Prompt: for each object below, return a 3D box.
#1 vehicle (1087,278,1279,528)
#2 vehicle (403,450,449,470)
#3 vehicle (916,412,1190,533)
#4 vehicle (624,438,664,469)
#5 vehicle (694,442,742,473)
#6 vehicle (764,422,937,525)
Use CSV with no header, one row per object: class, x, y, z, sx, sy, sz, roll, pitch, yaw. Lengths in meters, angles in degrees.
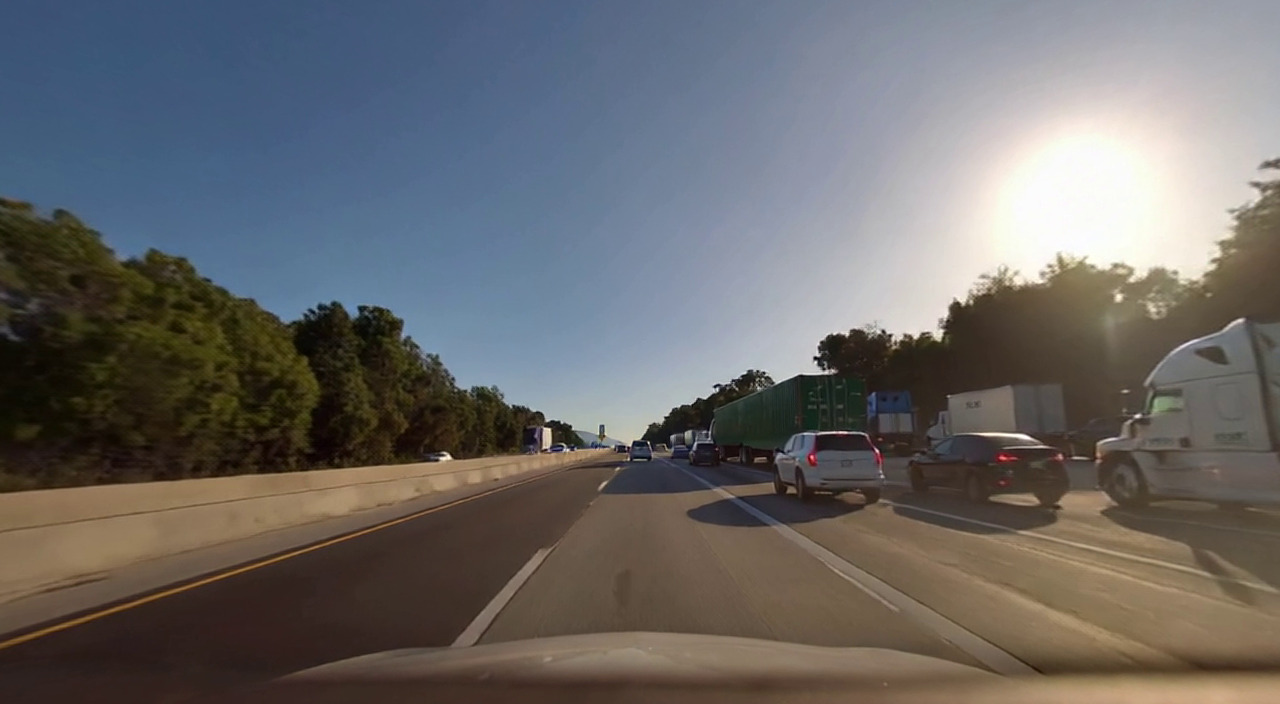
vehicle,11.552,0.768,9.650,2.998,3.893,8.456,0,-8,0
vehicle,-16.715,8.446,49.244,1.906,1.453,4.484,0,-8,1
vehicle,7.392,2.189,12.035,1.985,1.835,4.681,0,-8,-1
vehicle,0.273,6.188,38.477,2.313,1.736,4.215,0,-8,1
vehicle,3.995,5.453,32.788,1.888,1.501,4.608,0,-8,0
vehicle,3.922,2.319,12.582,1.972,1.693,4.139,0,-8,-1
